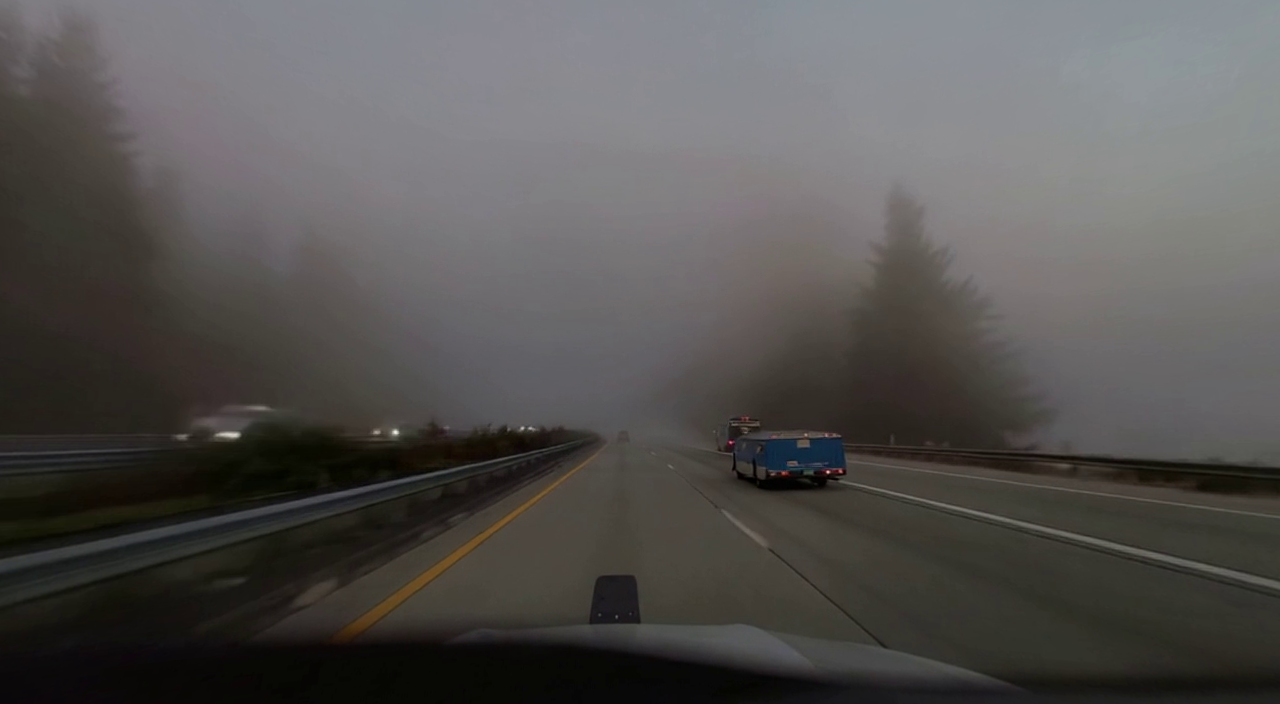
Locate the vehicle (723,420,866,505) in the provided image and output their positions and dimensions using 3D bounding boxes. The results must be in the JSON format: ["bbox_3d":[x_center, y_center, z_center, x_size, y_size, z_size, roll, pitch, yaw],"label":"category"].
[{"bbox_3d":[3.155,2.319,13.764,2.002,1.569,3.845,0,-8,-2],"label":"vehicle"}]
